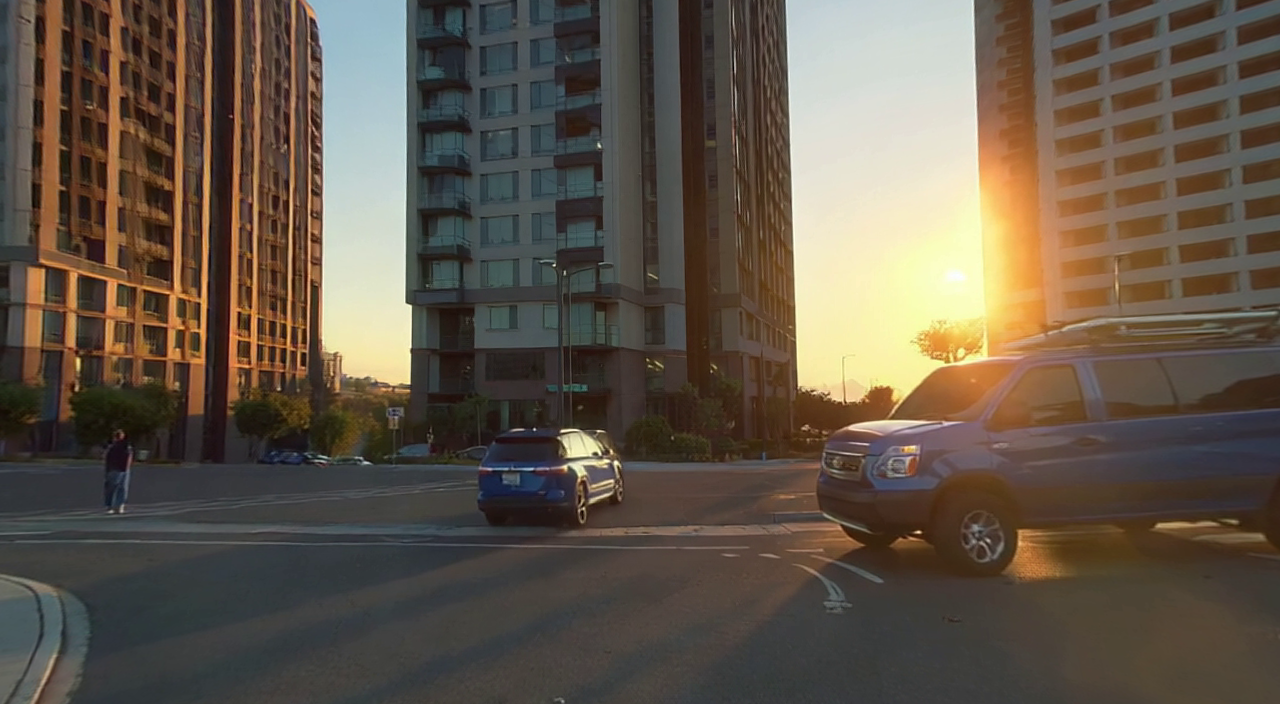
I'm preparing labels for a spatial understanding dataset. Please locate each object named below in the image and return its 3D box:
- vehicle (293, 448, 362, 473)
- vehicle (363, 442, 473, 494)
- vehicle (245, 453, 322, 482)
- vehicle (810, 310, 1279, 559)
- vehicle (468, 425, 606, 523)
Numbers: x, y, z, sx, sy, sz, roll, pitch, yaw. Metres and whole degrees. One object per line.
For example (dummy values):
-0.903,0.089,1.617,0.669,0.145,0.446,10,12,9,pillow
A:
-19.884,6.935,40.310,3.692,1.509,1.803,3,-9,-20,vehicle
-8.155,4.268,23.675,2.395,1.719,4.549,0,-8,1,vehicle
-19.434,6.296,34.516,3.467,1.456,1.649,4,-9,-24,vehicle
6.074,1.065,8.263,6.932,2.753,2.446,0,-8,1,vehicle
-1.947,2.487,13.356,2.144,1.733,4.115,0,-8,1,vehicle
